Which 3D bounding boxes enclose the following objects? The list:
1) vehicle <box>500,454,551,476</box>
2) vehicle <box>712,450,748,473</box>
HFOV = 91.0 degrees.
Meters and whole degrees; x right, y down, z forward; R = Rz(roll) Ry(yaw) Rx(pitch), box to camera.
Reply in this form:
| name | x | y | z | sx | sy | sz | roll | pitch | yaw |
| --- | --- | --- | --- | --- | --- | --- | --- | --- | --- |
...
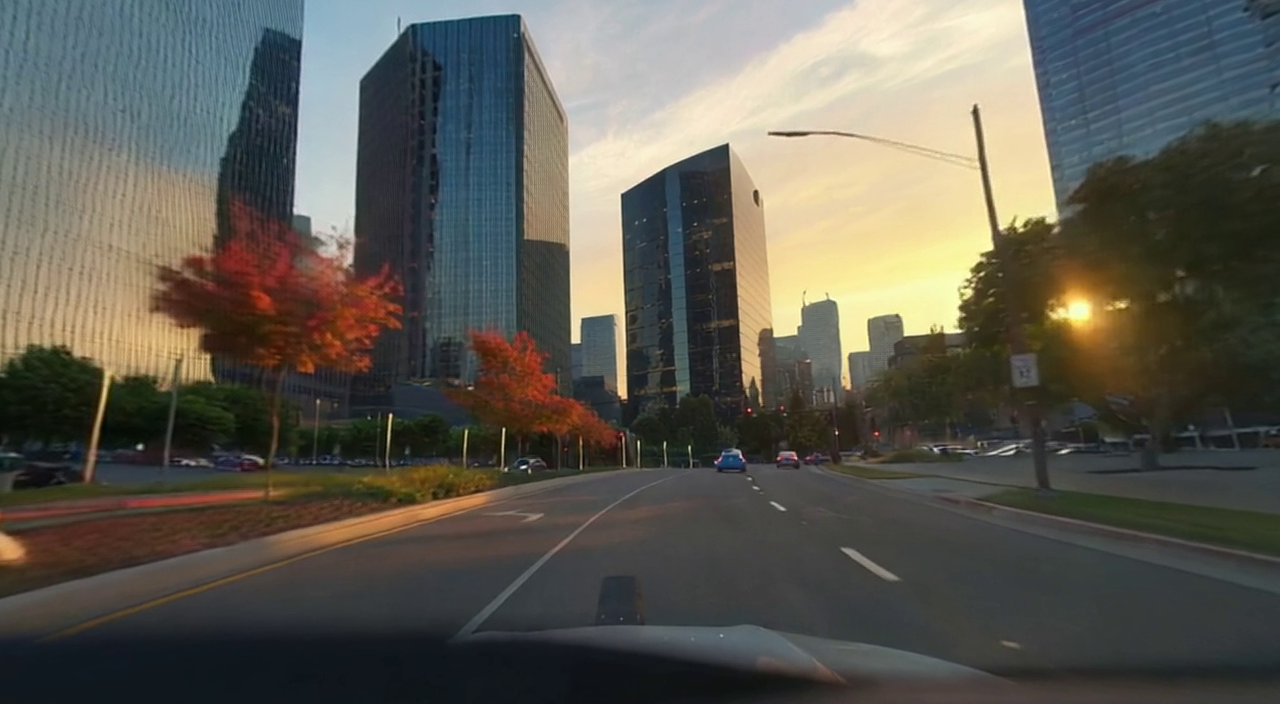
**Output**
| name | x | y | z | sx | sy | sz | roll | pitch | yaw |
| --- | --- | --- | --- | --- | --- | --- | --- | --- | --- |
| vehicle | -8.868 | 8.792 | 49.226 | 1.926 | 1.619 | 4.649 | -3 | -10 | 16 |
| vehicle | 6.346 | 7.642 | 43.959 | 2.127 | 1.497 | 4.020 | -2 | -9 | 13 |
